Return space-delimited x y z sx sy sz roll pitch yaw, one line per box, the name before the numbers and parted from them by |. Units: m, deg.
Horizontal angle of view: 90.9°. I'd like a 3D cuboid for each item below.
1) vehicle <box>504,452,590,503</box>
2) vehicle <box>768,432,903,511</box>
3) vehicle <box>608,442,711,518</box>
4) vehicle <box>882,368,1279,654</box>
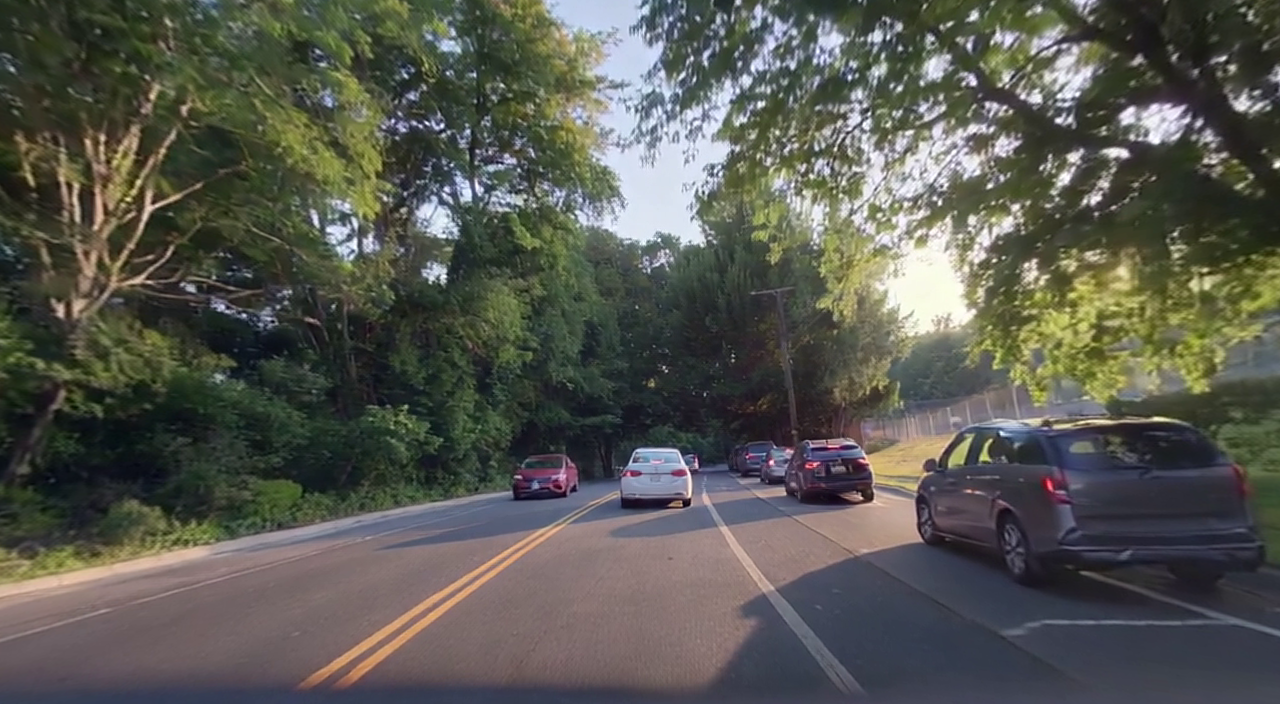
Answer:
vehicle | -3.167 4.369 22.384 2.087 1.449 4.575 -3 -9 4
vehicle | 4.581 2.861 15.629 1.957 1.629 4.609 0 -8 1
vehicle | 0.468 2.905 14.868 2.078 1.521 4.058 0 -8 2
vehicle | 4.284 1.339 6.407 1.968 1.783 4.826 0 -8 3
